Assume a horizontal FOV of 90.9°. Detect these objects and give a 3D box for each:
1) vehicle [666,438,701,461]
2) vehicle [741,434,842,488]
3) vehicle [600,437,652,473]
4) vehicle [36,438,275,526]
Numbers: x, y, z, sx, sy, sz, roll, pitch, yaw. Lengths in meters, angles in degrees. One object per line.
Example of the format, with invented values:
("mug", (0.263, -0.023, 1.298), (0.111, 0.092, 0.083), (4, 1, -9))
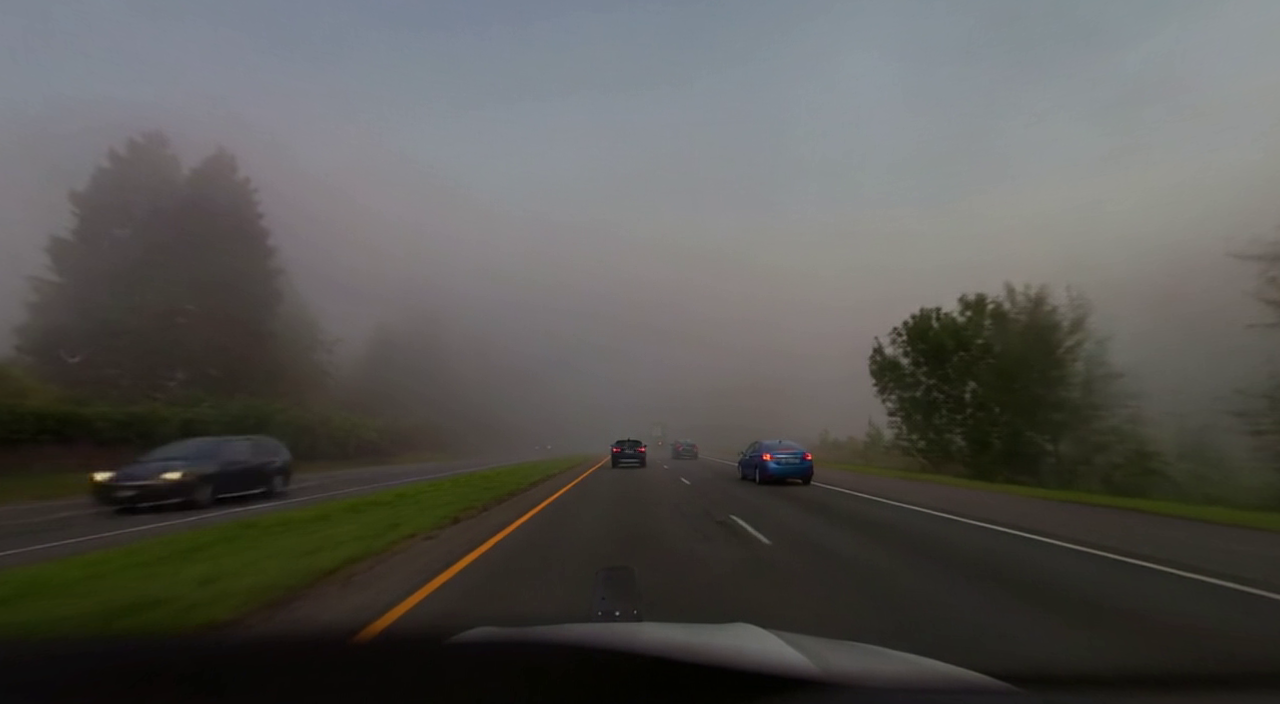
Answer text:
("vehicle", (2.988, 6.801, 44.236), (2.004, 1.469, 4.472), (0, -8, -2))
("vehicle", (4.644, 3.376, 20.010), (2.066, 1.526, 4.216), (0, -8, -1))
("vehicle", (-0.594, 4.517, 27.945), (2.143, 1.466, 3.693), (0, -8, -1))
("vehicle", (-9.329, 2.468, 12.615), (1.855, 1.458, 3.717), (0, -8, -1))
